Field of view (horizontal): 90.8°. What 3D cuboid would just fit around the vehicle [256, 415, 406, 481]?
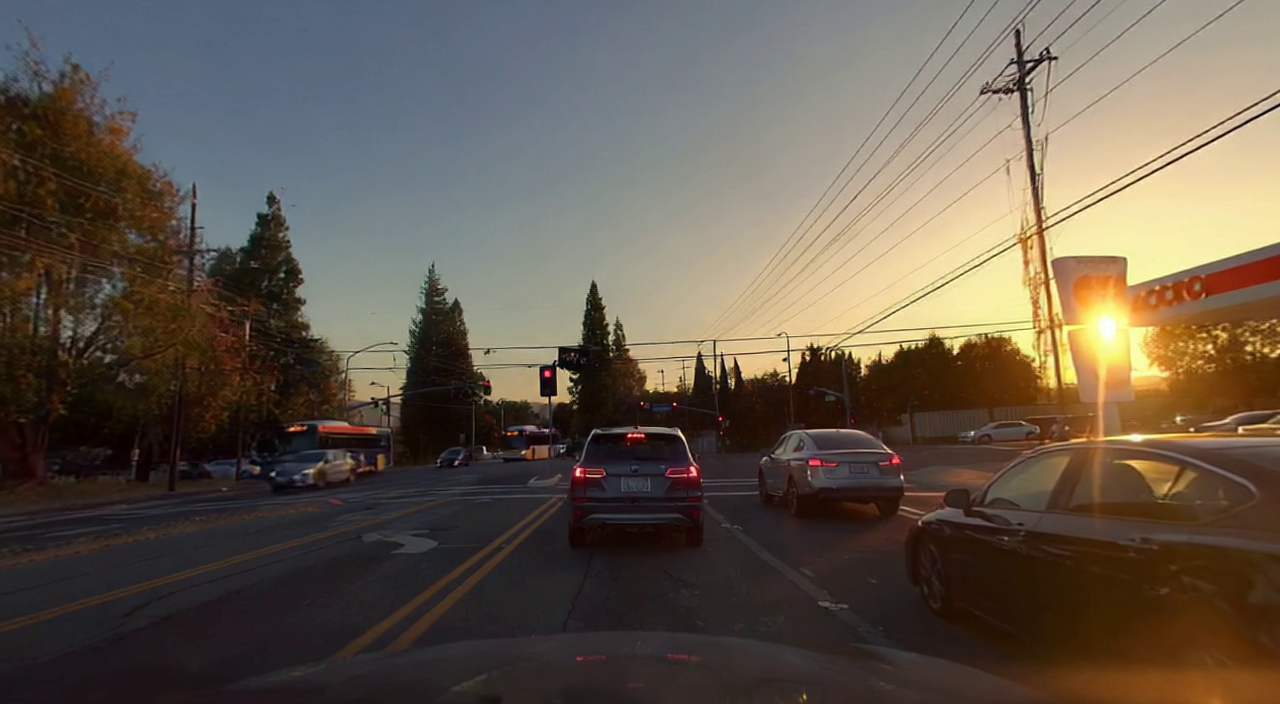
[{"bbox_3d":[-18.648,6.013,39.683,3.010,3.475,12.655,0,-9,0],"label":"vehicle"}]

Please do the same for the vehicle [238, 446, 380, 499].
[{"bbox_3d":[-10.424,3.794,20.387,2.030,1.498,4.690,0,-9,0],"label":"vehicle"}]

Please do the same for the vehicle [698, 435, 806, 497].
[{"bbox_3d":[2.886,3.066,17.405,2.040,1.481,4.407,0,-9,-2],"label":"vehicle"}]

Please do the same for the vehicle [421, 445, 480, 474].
[{"bbox_3d":[-10.692,6.085,36.042,1.976,1.483,4.630,0,-9,0],"label":"vehicle"}]

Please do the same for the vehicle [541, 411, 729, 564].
[{"bbox_3d":[-0.107,1.804,9.116,2.087,1.677,4.053,0,-9,-1],"label":"vehicle"}]

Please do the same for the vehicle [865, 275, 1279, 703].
[{"bbox_3d":[3.086,0.879,3.483,2.049,1.813,4.245,0,-9,-1],"label":"vehicle"}]
